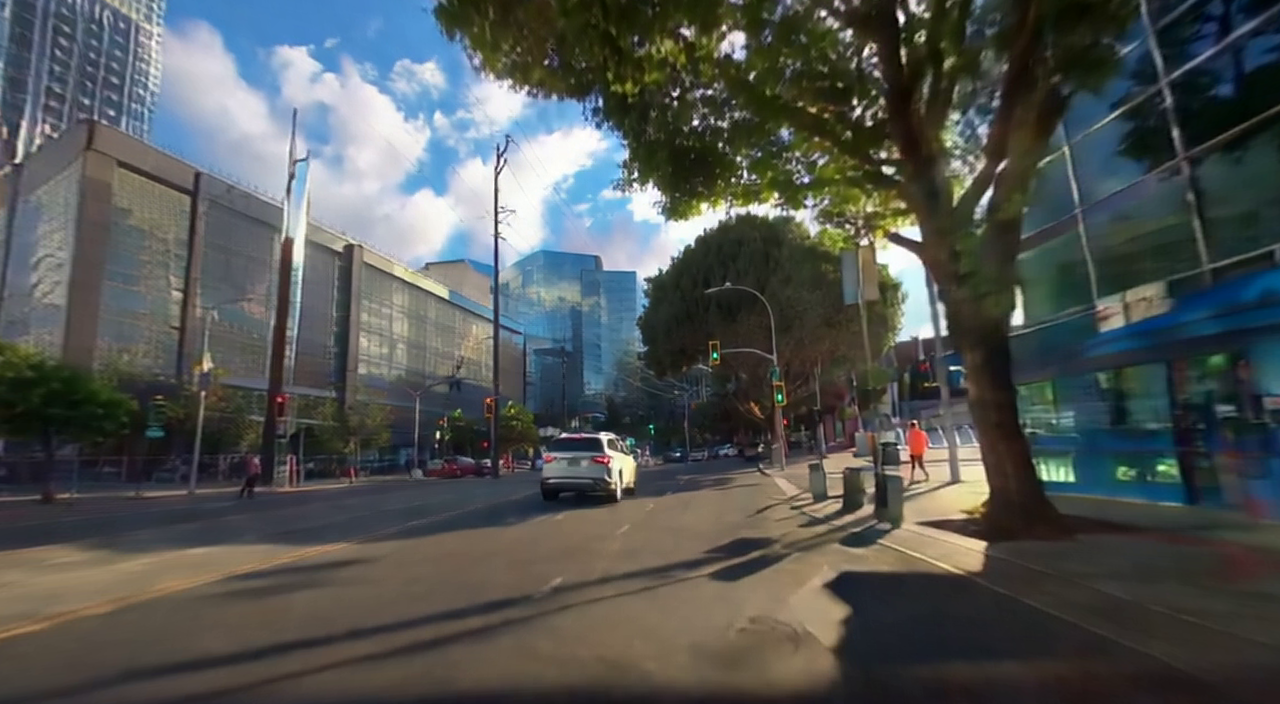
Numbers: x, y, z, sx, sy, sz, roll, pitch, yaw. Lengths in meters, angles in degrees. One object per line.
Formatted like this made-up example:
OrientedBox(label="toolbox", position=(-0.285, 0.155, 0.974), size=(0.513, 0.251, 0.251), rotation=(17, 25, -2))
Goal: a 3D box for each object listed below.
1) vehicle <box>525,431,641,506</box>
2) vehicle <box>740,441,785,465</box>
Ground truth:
OrientedBox(label="vehicle", position=(-1.336, 3.049, 17.007), size=(2.101, 1.721, 4.364), rotation=(-1, -9, 9))
OrientedBox(label="vehicle", position=(8.187, 6.680, 42.002), size=(2.006, 1.470, 4.099), rotation=(-4, -9, 23))
